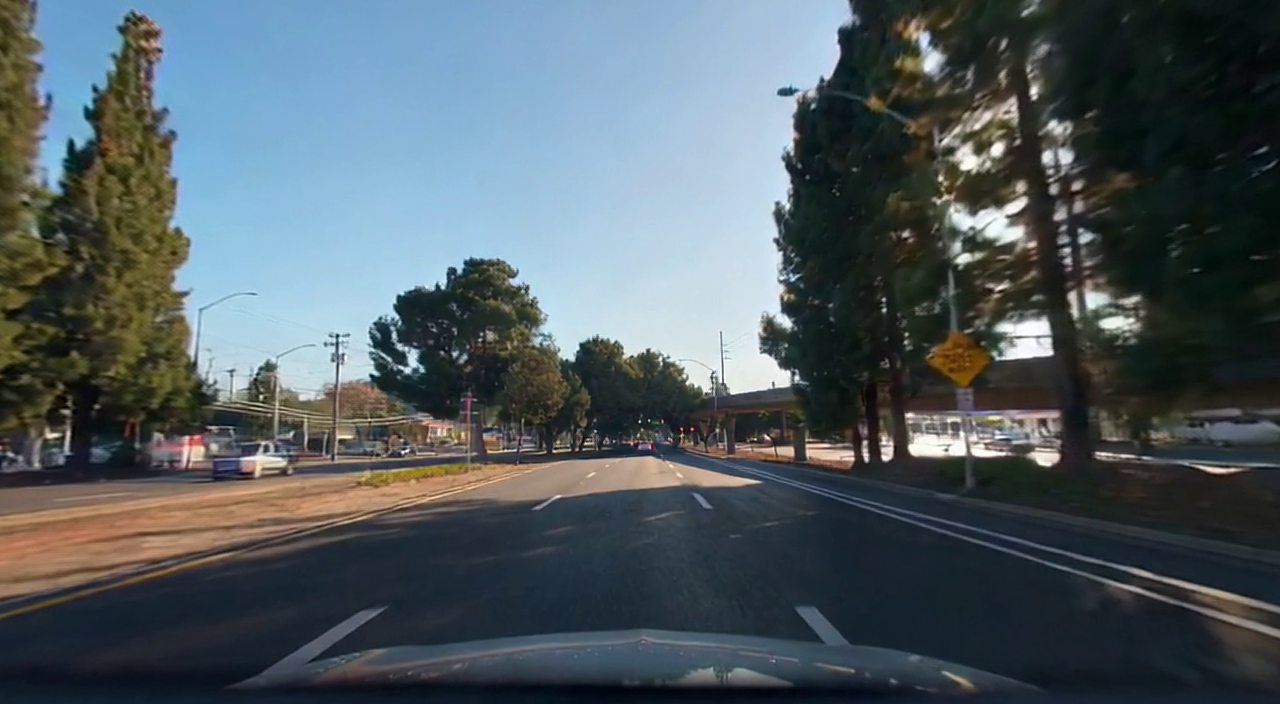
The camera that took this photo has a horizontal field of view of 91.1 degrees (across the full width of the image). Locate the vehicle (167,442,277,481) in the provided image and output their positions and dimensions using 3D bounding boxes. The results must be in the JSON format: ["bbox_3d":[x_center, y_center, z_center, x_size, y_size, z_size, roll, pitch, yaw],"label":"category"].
[{"bbox_3d":[-19.687,5.142,29.883,2.002,1.642,4.619,0,-8,0],"label":"vehicle"}]
